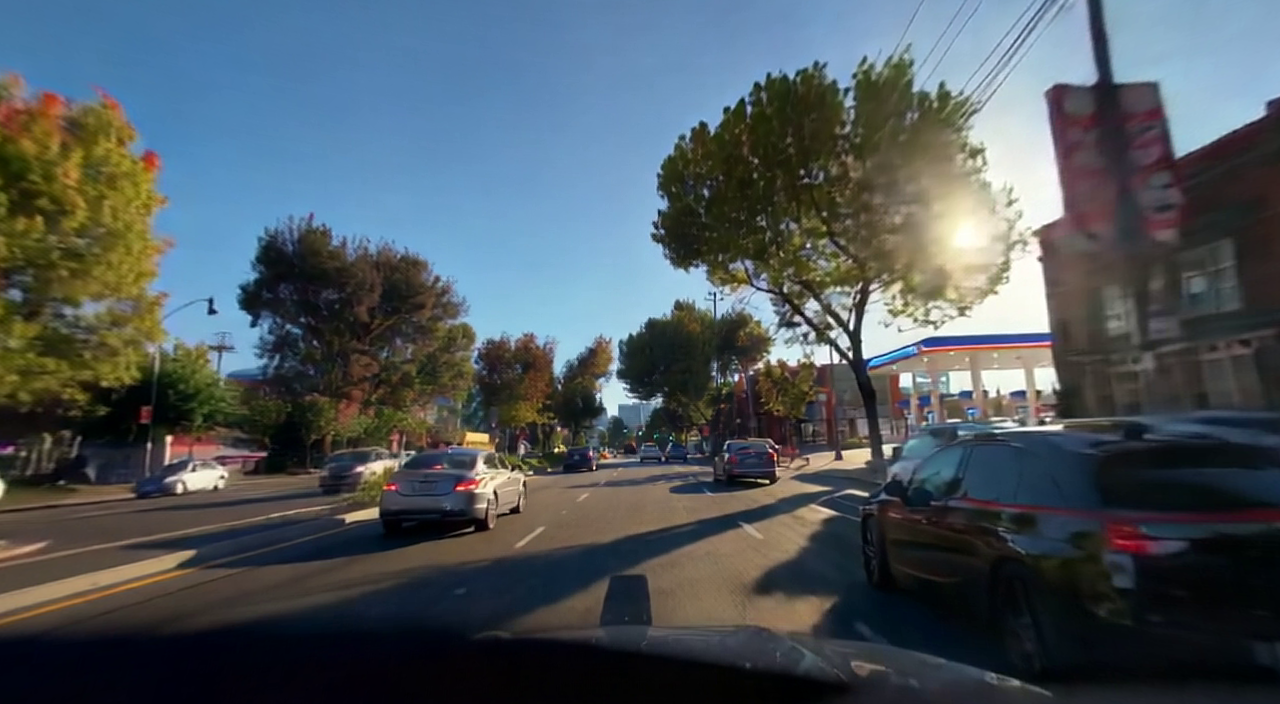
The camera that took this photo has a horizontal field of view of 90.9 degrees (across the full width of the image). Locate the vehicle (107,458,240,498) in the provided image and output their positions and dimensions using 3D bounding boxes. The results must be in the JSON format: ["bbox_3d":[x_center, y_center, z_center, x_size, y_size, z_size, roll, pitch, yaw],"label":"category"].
[{"bbox_3d":[-20.518,5.531,28.057,2.223,1.461,4.721,0,-8,2],"label":"vehicle"}]

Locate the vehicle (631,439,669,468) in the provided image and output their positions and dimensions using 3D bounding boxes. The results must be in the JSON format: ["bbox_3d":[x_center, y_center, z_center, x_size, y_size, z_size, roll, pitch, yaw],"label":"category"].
[{"bbox_3d":[0.600,6.229,38.740,2.192,1.674,4.124,0,-8,0],"label":"vehicle"}]

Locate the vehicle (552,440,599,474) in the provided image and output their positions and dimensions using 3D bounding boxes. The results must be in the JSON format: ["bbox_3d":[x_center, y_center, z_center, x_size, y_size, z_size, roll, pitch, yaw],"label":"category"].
[{"bbox_3d":[-3.318,5.480,33.211,1.988,1.645,3.995,0,-8,1],"label":"vehicle"}]

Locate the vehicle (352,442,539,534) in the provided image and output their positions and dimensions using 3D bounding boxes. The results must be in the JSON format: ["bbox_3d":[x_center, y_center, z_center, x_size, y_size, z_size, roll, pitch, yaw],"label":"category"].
[{"bbox_3d":[-3.275,2.372,11.707,2.013,1.354,4.393,0,-8,1],"label":"vehicle"}]

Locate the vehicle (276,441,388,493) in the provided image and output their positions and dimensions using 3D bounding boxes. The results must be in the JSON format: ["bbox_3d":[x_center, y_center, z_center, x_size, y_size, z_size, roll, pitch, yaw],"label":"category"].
[{"bbox_3d":[-11.716,4.360,24.398,2.012,1.781,4.599,0,-8,0],"label":"vehicle"}]

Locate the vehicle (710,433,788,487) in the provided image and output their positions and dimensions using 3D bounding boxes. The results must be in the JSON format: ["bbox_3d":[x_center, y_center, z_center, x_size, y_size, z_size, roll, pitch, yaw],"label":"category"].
[{"bbox_3d":[3.830,3.879,23.008,1.980,1.709,4.813,0,-8,0],"label":"vehicle"}]

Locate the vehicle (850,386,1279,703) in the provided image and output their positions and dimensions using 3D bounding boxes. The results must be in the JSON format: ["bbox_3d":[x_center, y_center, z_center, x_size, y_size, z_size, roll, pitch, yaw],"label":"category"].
[{"bbox_3d":[3.152,1.190,4.304,1.919,1.502,4.572,0,-8,1],"label":"vehicle"}]
